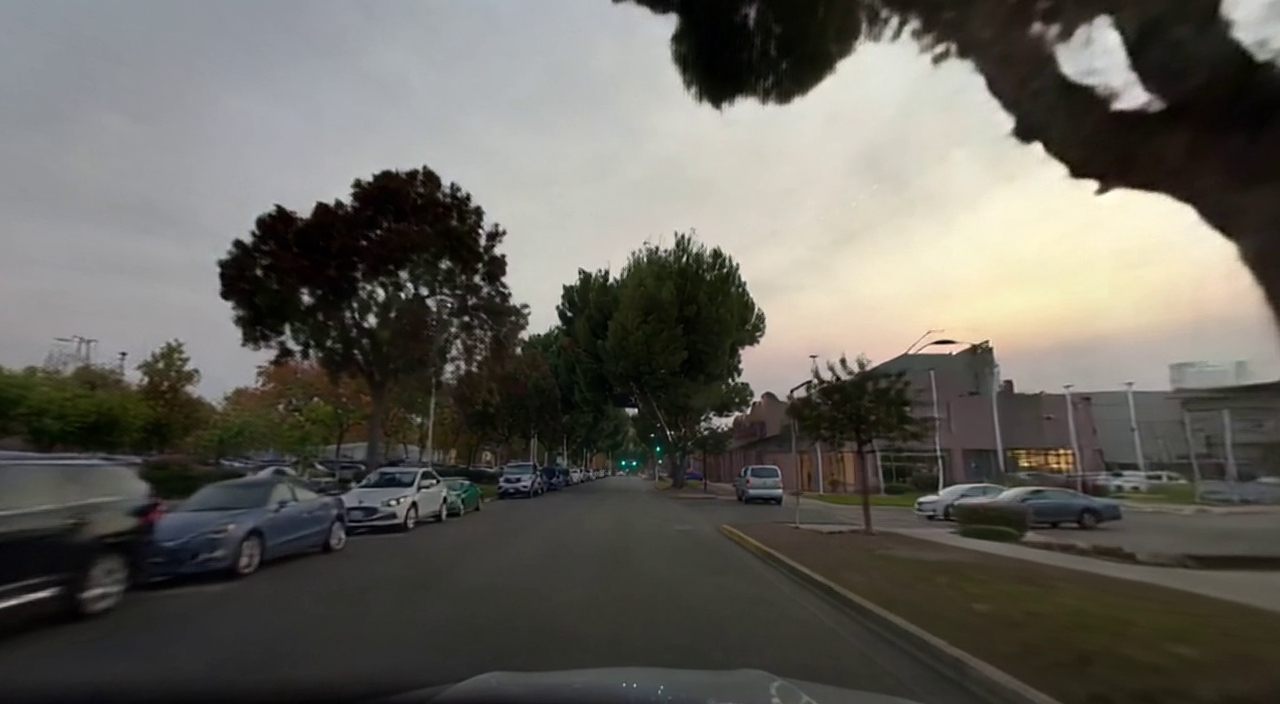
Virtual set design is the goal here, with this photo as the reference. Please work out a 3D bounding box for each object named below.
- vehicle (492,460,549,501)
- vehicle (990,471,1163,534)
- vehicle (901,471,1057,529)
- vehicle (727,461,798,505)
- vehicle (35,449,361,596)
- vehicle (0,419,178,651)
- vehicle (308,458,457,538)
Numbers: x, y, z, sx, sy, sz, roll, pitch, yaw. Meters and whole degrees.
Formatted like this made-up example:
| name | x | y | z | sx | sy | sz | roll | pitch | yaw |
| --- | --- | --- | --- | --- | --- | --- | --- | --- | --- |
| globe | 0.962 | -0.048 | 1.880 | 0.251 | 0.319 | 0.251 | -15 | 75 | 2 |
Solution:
| name | x | y | z | sx | sy | sz | roll | pitch | yaw |
| --- | --- | --- | --- | --- | --- | --- | --- | --- | --- |
| vehicle | -6.323 | 6.889 | 33.995 | 2.196 | 2.001 | 5.548 | 1 | -11 | -3 |
| vehicle | 13.257 | 4.566 | 19.499 | 1.880 | 1.644 | 4.110 | 3 | -10 | -12 |
| vehicle | 10.045 | 4.429 | 19.203 | 1.926 | 1.469 | 4.654 | 2 | -11 | -4 |
| vehicle | 5.383 | 5.866 | 28.454 | 2.054 | 1.779 | 4.650 | 1 | -11 | -3 |
| vehicle | -5.805 | 2.278 | 9.071 | 1.820 | 1.578 | 4.043 | 1 | -11 | -2 |
| vehicle | -5.644 | 1.356 | 4.314 | 1.848 | 1.683 | 4.208 | -4 | -8 | -1 |
| vehicle | -6.079 | 3.500 | 15.524 | 1.957 | 1.634 | 4.164 | 1 | -11 | -2 |
